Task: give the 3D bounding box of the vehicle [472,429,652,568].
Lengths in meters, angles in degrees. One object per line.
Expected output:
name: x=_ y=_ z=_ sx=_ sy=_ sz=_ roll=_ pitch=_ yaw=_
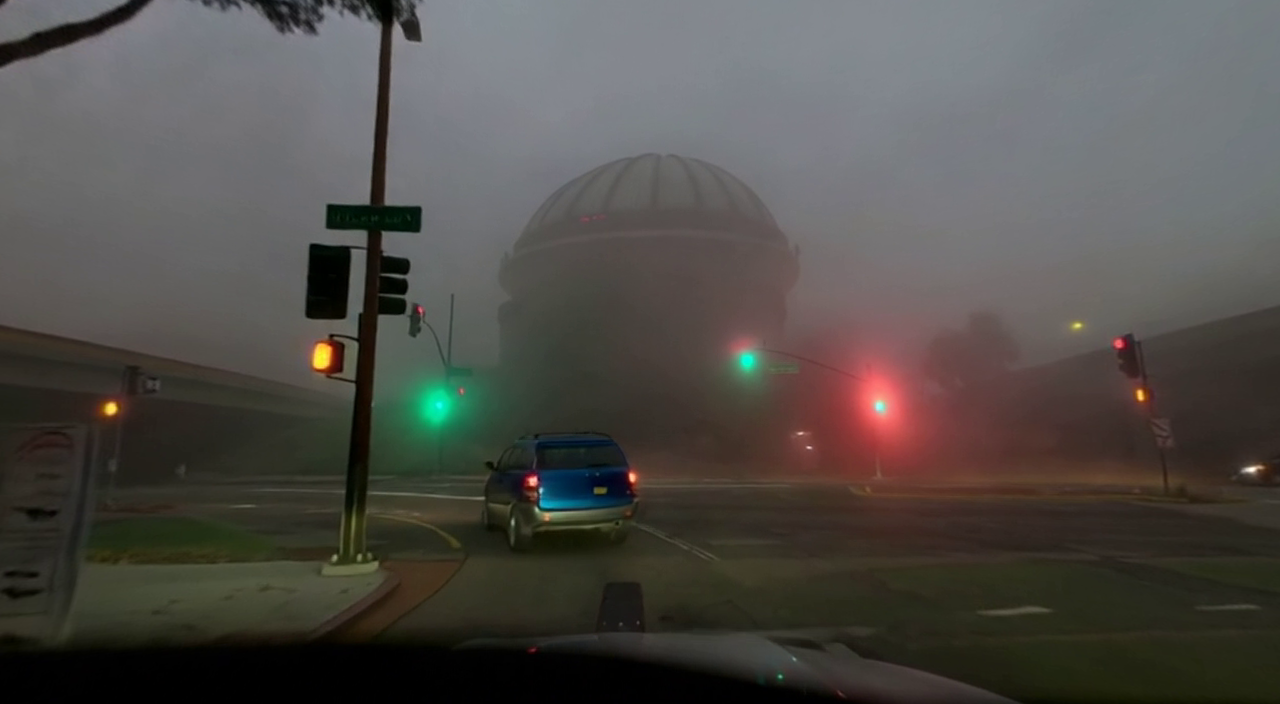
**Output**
vehicle: x=-1.363 y=2.023 z=9.442 sx=1.976 sy=1.584 sz=3.772 roll=3 pitch=-9 yaw=-17
